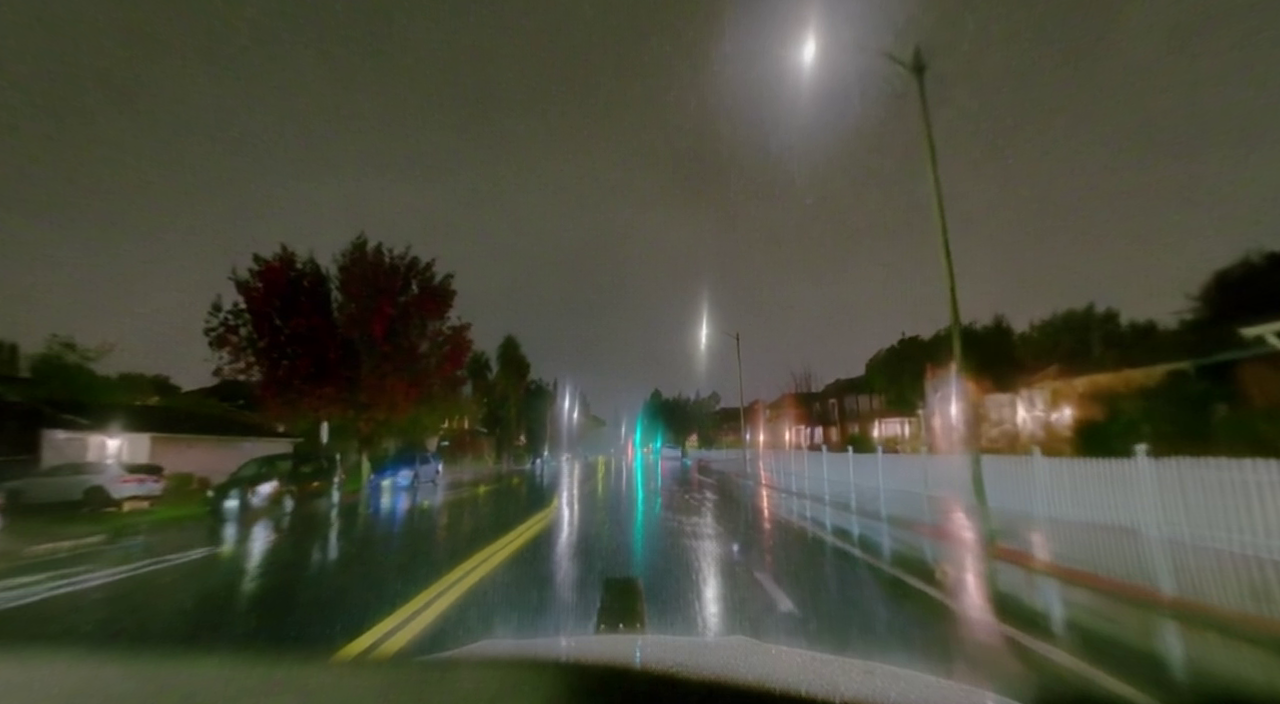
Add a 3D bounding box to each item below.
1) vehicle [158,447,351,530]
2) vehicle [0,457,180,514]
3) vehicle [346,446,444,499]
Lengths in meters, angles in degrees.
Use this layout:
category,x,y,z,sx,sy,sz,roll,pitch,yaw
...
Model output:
category,x,y,z,sx,sy,sz,roll,pitch,yaw
vehicle,-11.100,3.909,18.899,2.341,1.835,5.570,-3,-7,0
vehicle,-17.523,4.216,20.166,4.208,1.658,1.800,0,-9,0
vehicle,-11.113,5.443,29.195,2.241,1.944,5.709,-4,-8,0
